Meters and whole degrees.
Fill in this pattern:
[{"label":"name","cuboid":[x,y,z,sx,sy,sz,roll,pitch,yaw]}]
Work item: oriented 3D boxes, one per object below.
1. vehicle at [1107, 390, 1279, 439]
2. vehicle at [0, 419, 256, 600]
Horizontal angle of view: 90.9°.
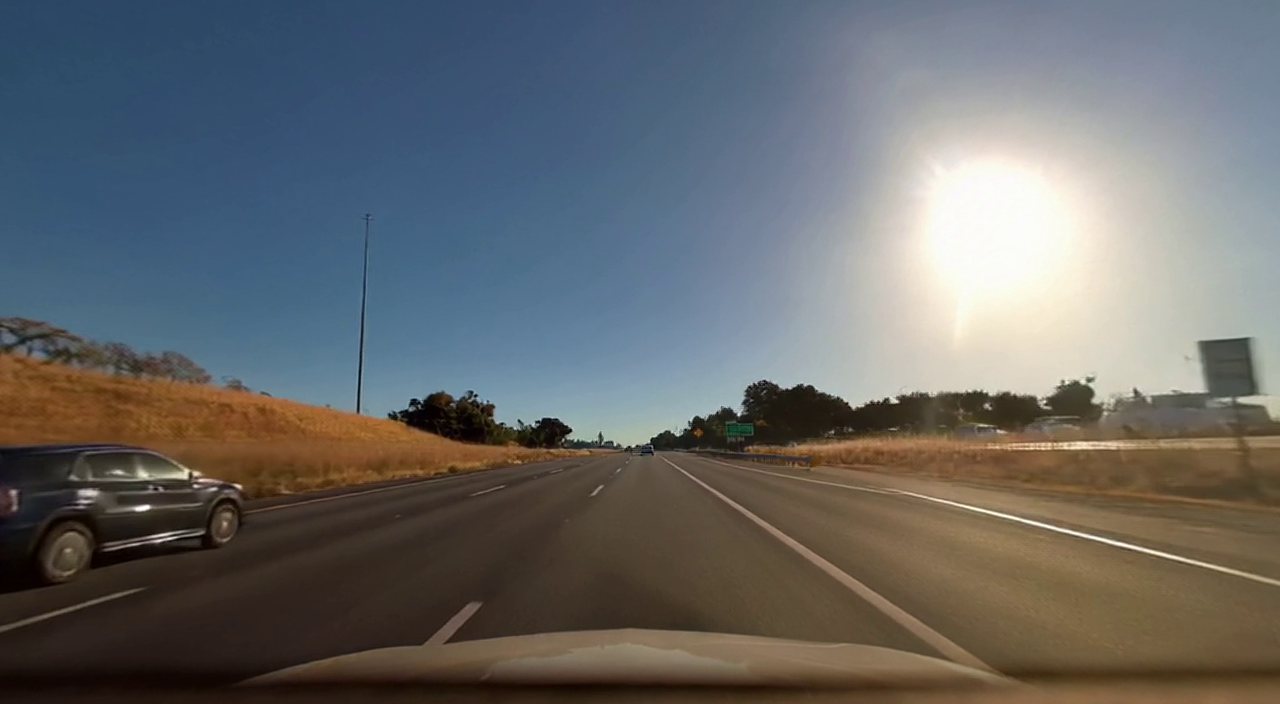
[{"label":"vehicle","cuboid":[23.444,2.800,27.185,2.268,1.833,5.691,0,-8,0]},{"label":"vehicle","cuboid":[-6.854,1.638,7.113,2.016,1.640,4.713,0,-8,1]}]
